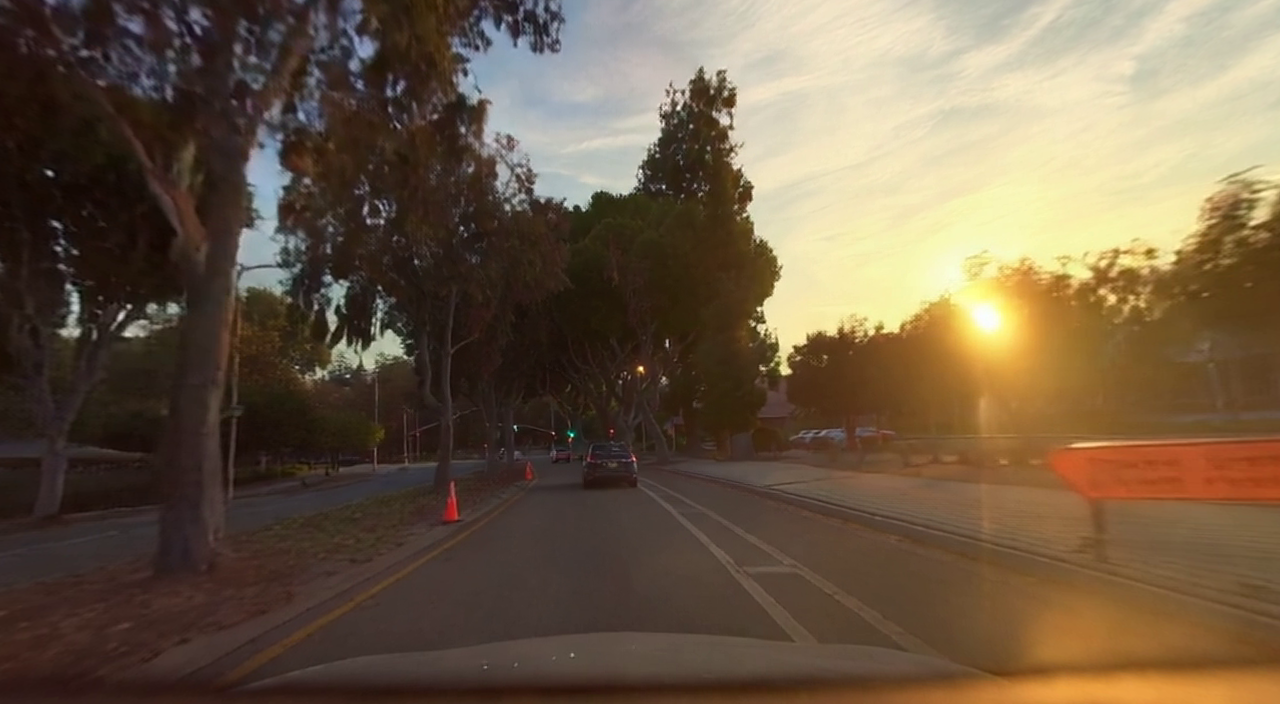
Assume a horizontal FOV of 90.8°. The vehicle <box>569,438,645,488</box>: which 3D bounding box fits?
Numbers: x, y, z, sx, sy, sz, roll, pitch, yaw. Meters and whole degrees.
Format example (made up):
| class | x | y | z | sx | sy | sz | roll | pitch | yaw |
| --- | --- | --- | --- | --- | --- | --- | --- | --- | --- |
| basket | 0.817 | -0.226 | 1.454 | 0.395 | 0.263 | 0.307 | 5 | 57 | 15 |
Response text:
| class | x | y | z | sx | sy | sz | roll | pitch | yaw |
| --- | --- | --- | --- | --- | --- | --- | --- | --- | --- |
| vehicle | -1.269 | 3.764 | 21.829 | 2.266 | 1.508 | 4.430 | 1 | -8 | -7 |
